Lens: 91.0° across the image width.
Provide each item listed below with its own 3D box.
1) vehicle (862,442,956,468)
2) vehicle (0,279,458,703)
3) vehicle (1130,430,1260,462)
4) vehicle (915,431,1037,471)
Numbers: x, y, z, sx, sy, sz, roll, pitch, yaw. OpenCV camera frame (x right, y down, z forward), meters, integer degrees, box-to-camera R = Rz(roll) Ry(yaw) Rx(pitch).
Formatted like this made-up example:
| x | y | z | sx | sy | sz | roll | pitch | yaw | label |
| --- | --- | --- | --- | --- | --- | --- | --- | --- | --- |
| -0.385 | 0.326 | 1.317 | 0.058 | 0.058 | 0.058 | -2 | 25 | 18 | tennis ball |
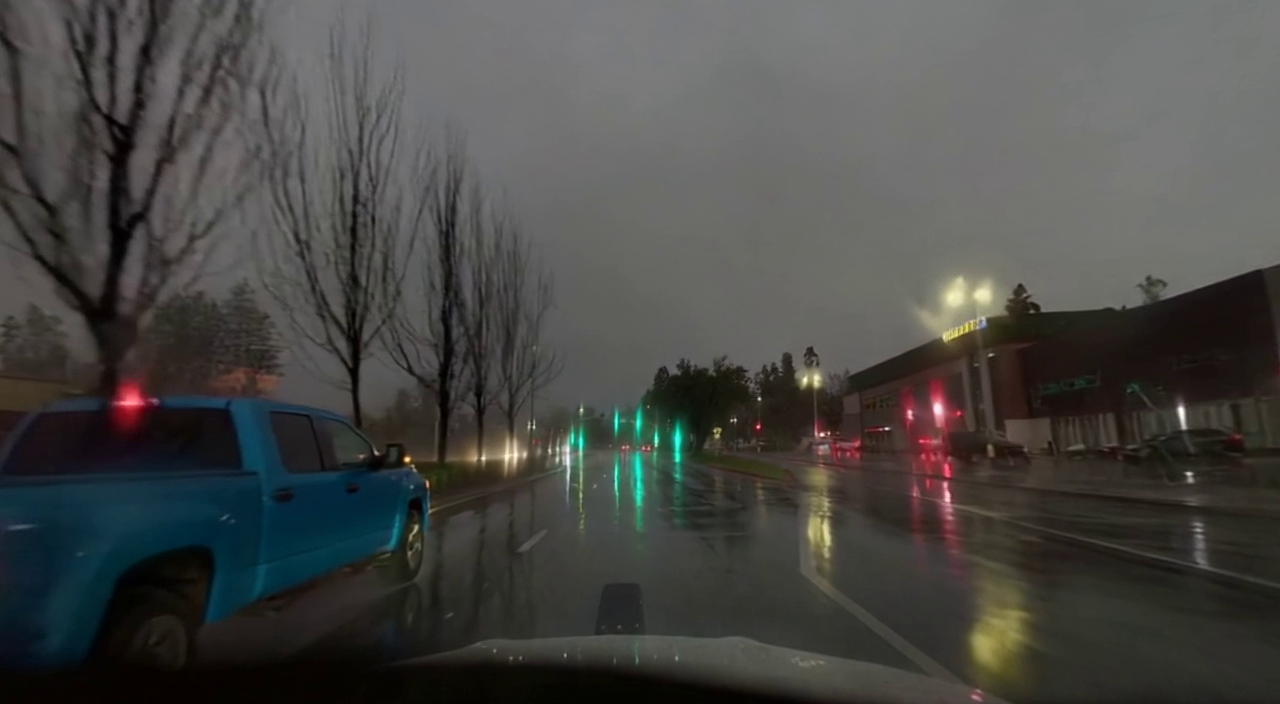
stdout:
| x | y | z | sx | sy | sz | roll | pitch | yaw | label |
| --- | --- | --- | --- | --- | --- | --- | --- | --- | --- |
| 15.445 | 5.922 | 36.316 | 4.582 | 1.432 | 1.822 | 0 | -8 | 2 | vehicle |
| -2.973 | 0.978 | 3.876 | 2.065 | 1.790 | 5.417 | 0 | -9 | 0 | vehicle |
| 27.441 | 4.670 | 31.233 | 4.604 | 1.487 | 1.911 | 0 | -9 | 0 | vehicle |
| 15.310 | 4.563 | 28.863 | 4.332 | 1.744 | 2.115 | 1 | -11 | -4 | vehicle |
